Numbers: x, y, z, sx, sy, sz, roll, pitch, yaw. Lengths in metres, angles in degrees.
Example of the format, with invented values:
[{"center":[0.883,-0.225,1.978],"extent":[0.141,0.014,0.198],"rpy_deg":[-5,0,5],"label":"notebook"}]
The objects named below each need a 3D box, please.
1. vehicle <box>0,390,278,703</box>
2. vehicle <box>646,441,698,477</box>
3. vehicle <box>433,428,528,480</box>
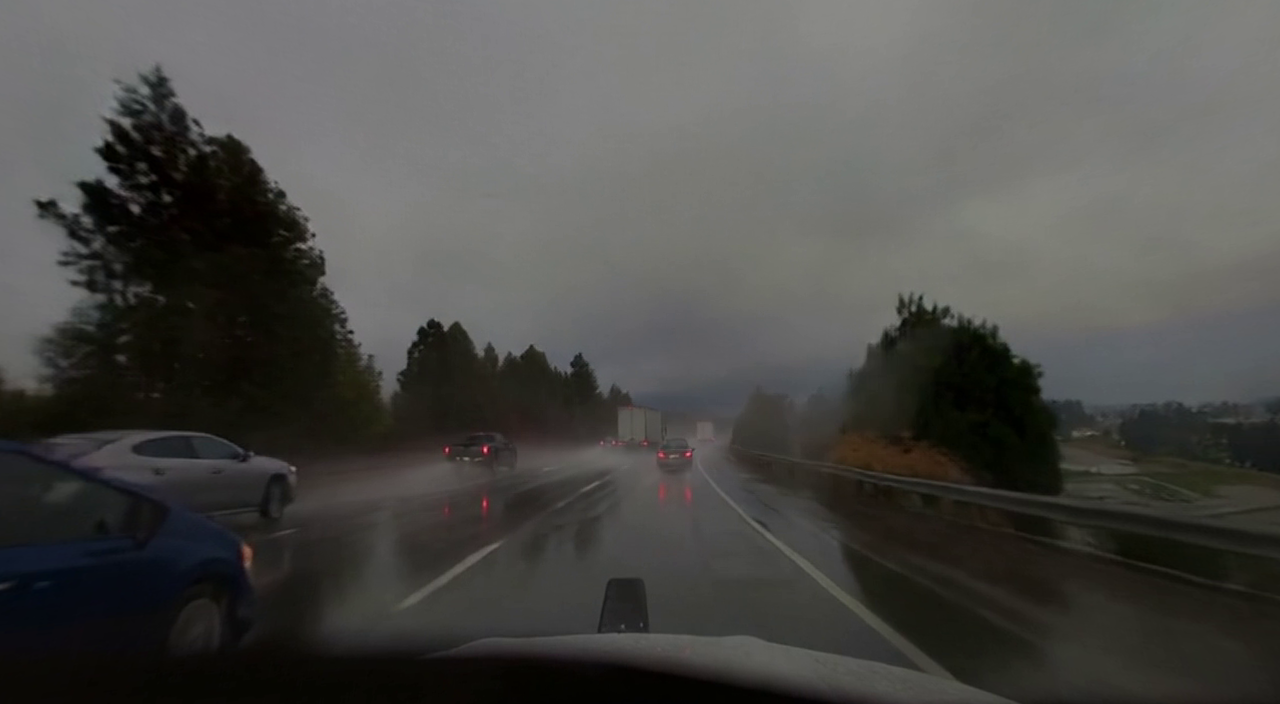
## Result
[{"center":[-3.596,0.830,2.082],"extent":[1.916,1.486,4.631],"rpy_deg":[0,-8,2],"label":"vehicle"},{"center":[1.322,4.362,26.051],"extent":[1.984,1.365,3.767],"rpy_deg":[0,-8,3],"label":"vehicle"},{"center":[-6.118,4.000,24.911],"extent":[2.142,1.833,4.854],"rpy_deg":[-1,-8,4],"label":"vehicle"}]
